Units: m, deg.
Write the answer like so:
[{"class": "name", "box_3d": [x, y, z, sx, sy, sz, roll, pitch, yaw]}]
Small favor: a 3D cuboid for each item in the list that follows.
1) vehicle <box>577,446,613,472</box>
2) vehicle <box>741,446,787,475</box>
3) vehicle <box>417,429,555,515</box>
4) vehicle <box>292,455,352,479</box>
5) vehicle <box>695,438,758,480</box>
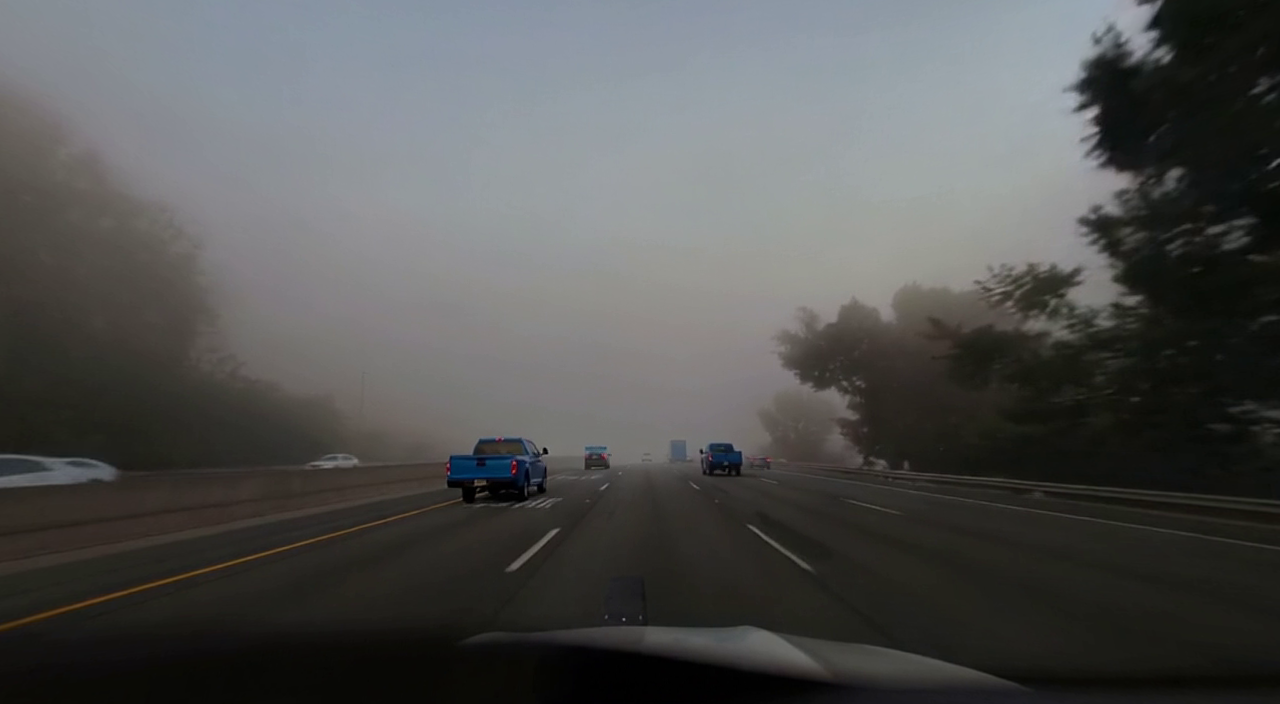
[{"class": "vehicle", "box_3d": [-3.227, 7.797, 46.327, 2.235, 1.785, 4.386, -1, -8, 1]}, {"class": "vehicle", "box_3d": [8.033, 7.038, 41.309, 2.104, 1.724, 4.701, 0, -8, 0]}, {"class": "vehicle", "box_3d": [-3.745, 3.011, 16.506, 2.227, 1.853, 5.161, -1, -8, 1]}, {"class": "vehicle", "box_3d": [-21.300, 7.701, 42.463, 1.803, 1.482, 4.419, 0, -8, -1]}, {"class": "vehicle", "box_3d": [4.397, 5.542, 33.043, 2.424, 1.952, 5.611, 0, -8, -1]}]
